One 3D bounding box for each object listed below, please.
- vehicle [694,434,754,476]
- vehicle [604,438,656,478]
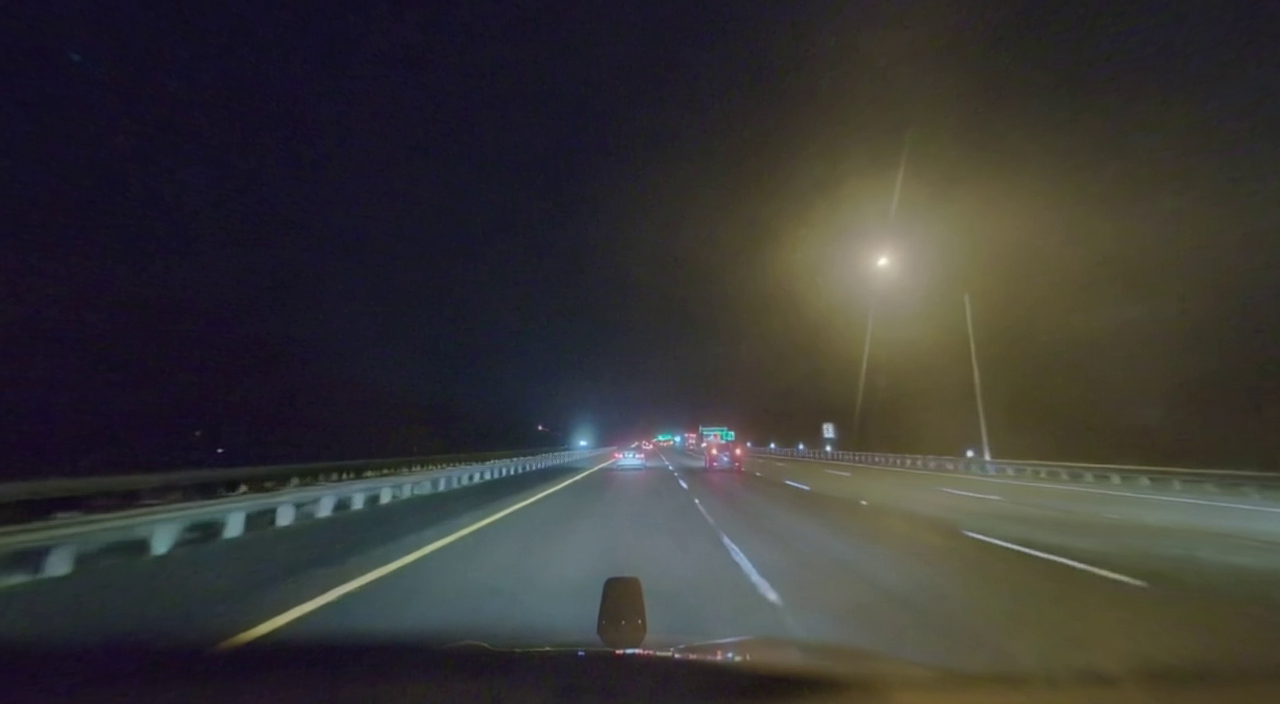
[{"bbox_3d":[3.639,4.565,27.977,2.063,1.698,4.355,0,-8,0],"label":"vehicle"},{"bbox_3d":[-0.383,4.516,27.018,2.050,1.546,4.344,0,-8,1],"label":"vehicle"}]
